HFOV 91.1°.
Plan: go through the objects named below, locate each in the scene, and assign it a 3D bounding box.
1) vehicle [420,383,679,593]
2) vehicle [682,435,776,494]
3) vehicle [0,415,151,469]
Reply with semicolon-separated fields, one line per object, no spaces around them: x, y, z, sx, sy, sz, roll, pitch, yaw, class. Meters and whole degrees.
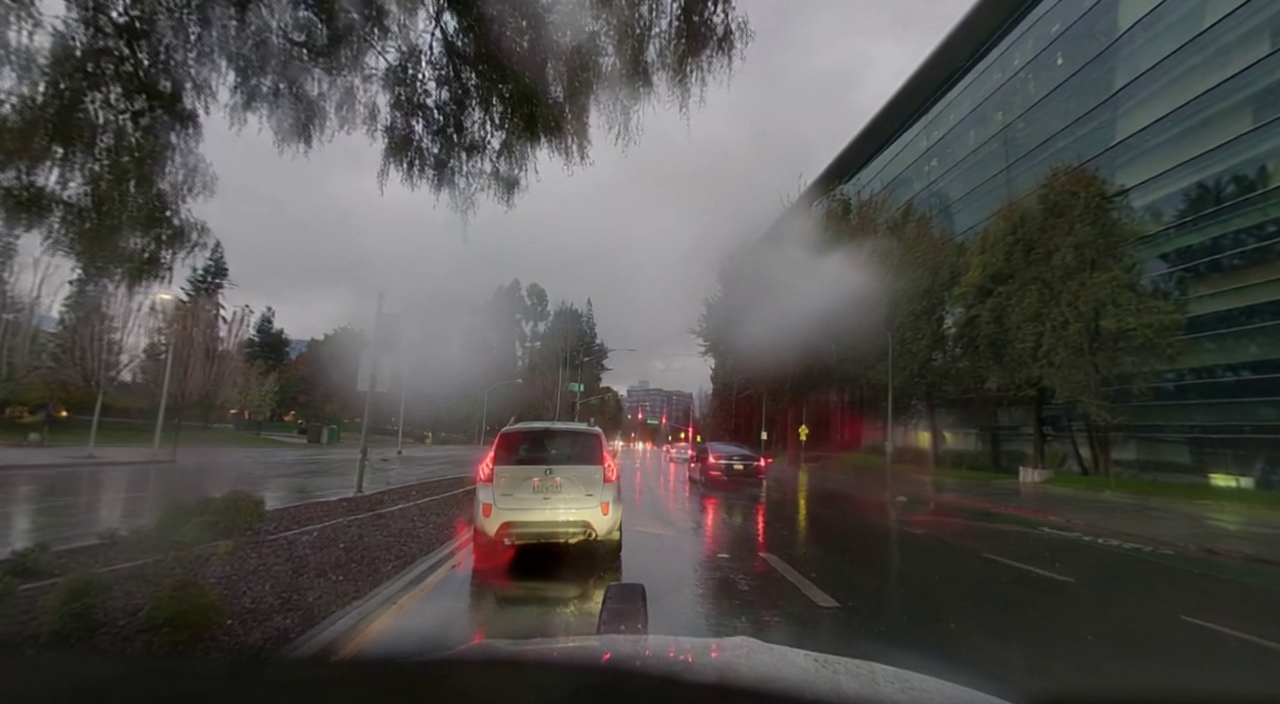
-1.140;1.557;8.104;2.275;1.819;4.883;1;-9;-9;vehicle
3.019;3.938;22.426;2.301;1.716;4.856;4;-9;-4;vehicle
-18.844;2.954;20.440;1.911;1.542;4.748;0;-8;1;vehicle
